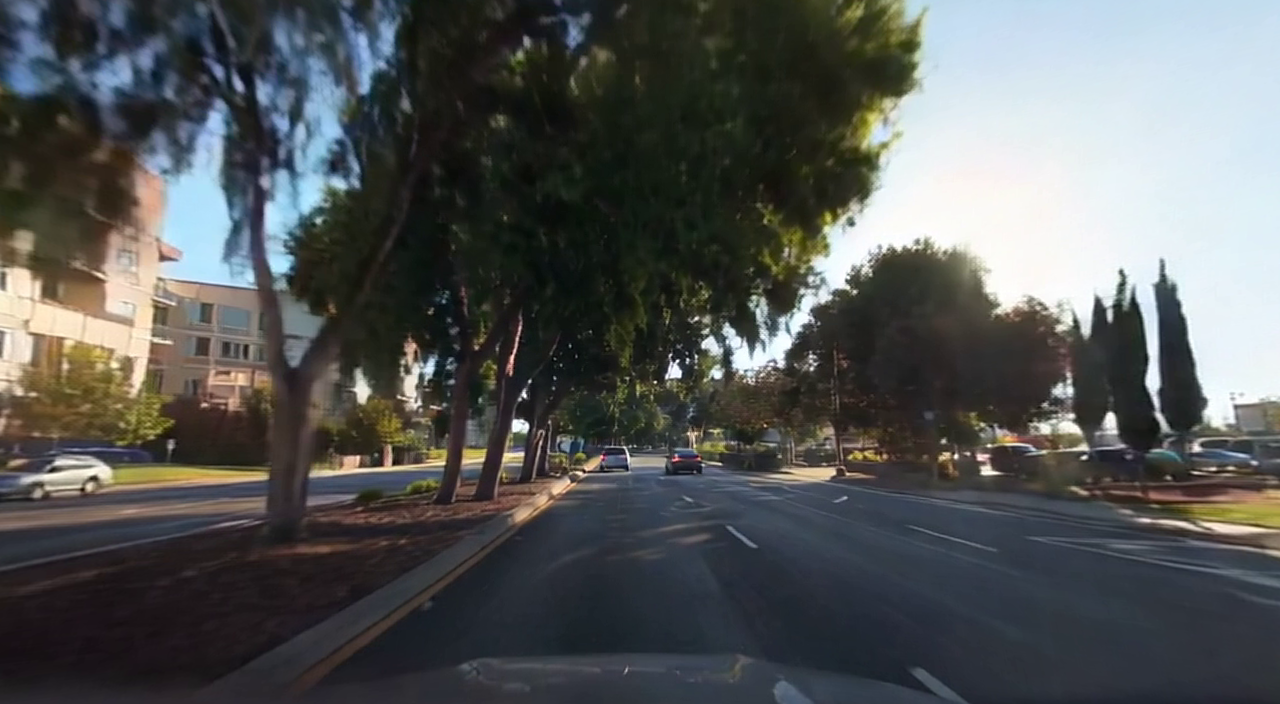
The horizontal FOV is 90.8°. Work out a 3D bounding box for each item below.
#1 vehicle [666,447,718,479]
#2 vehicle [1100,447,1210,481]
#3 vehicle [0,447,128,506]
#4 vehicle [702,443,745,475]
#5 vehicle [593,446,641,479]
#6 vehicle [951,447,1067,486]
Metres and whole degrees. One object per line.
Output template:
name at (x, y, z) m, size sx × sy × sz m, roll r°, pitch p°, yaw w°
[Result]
vehicle at (2.562, 5.638, 32.397) m, size 1.993 × 1.477 × 4.240 m, roll 0°, pitch -9°, yaw -4°
vehicle at (31.981, 6.899, 39.404) m, size 1.956 × 1.955 × 4.773 m, roll 4°, pitch -10°, yaw -28°
vehicle at (-19.644, 3.989, 20.714) m, size 2.019 × 1.687 × 4.484 m, roll 0°, pitch -9°, yaw -2°
vehicle at (5.549, 7.169, 42.627) m, size 2.052 × 1.990 × 4.736 m, roll 0°, pitch -9°, yaw -3°
vehicle at (-1.126, 5.153, 29.759) m, size 2.101 × 1.444 × 4.248 m, roll 0°, pitch -9°, yaw -3°
vehicle at (20.022, 6.177, 34.558) m, size 2.150 × 1.966 × 5.027 m, roll 4°, pitch -9°, yaw -23°
